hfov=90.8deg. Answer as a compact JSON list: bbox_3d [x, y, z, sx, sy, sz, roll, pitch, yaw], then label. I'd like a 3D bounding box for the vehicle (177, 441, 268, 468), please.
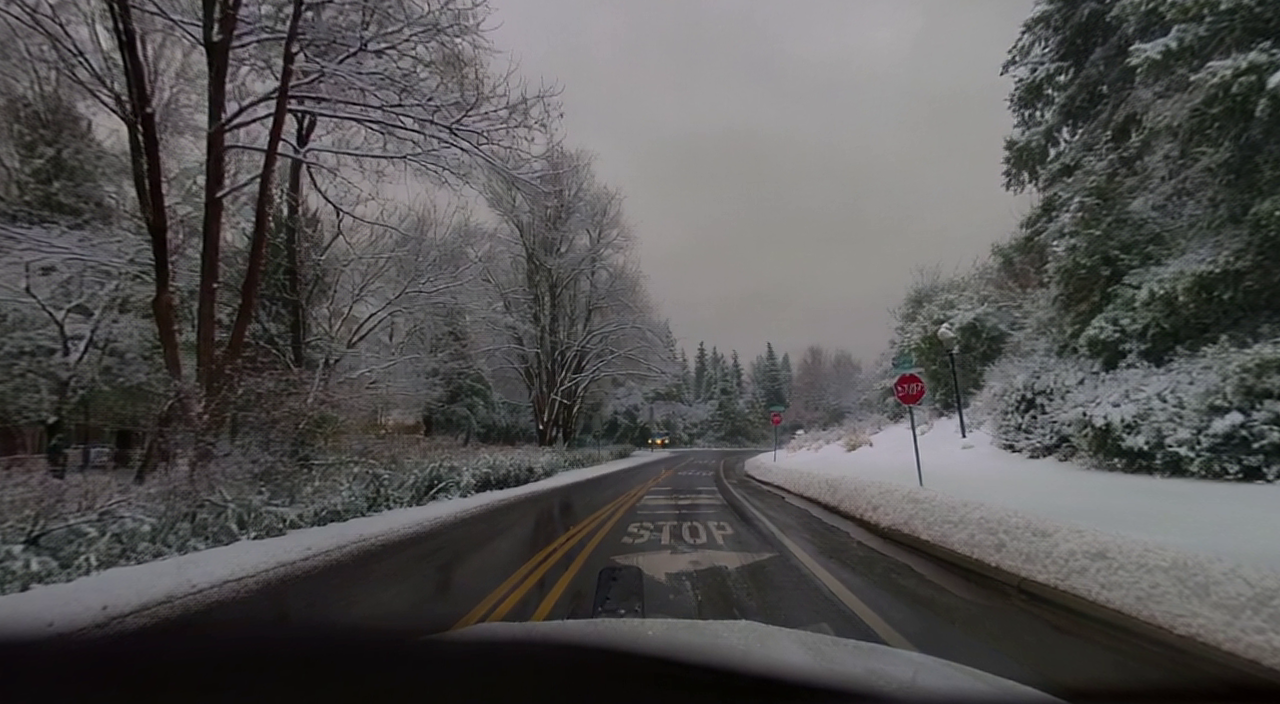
[{"bbox_3d":[-24.807,6.097,37.632,4.007,1.459,1.952,-1,-9,0],"label":"vehicle"}]

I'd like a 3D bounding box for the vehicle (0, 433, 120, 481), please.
[{"bbox_3d":[-28.356,5.080,30.617,4.733,1.892,1.939,-4,-4,2],"label":"vehicle"}]
